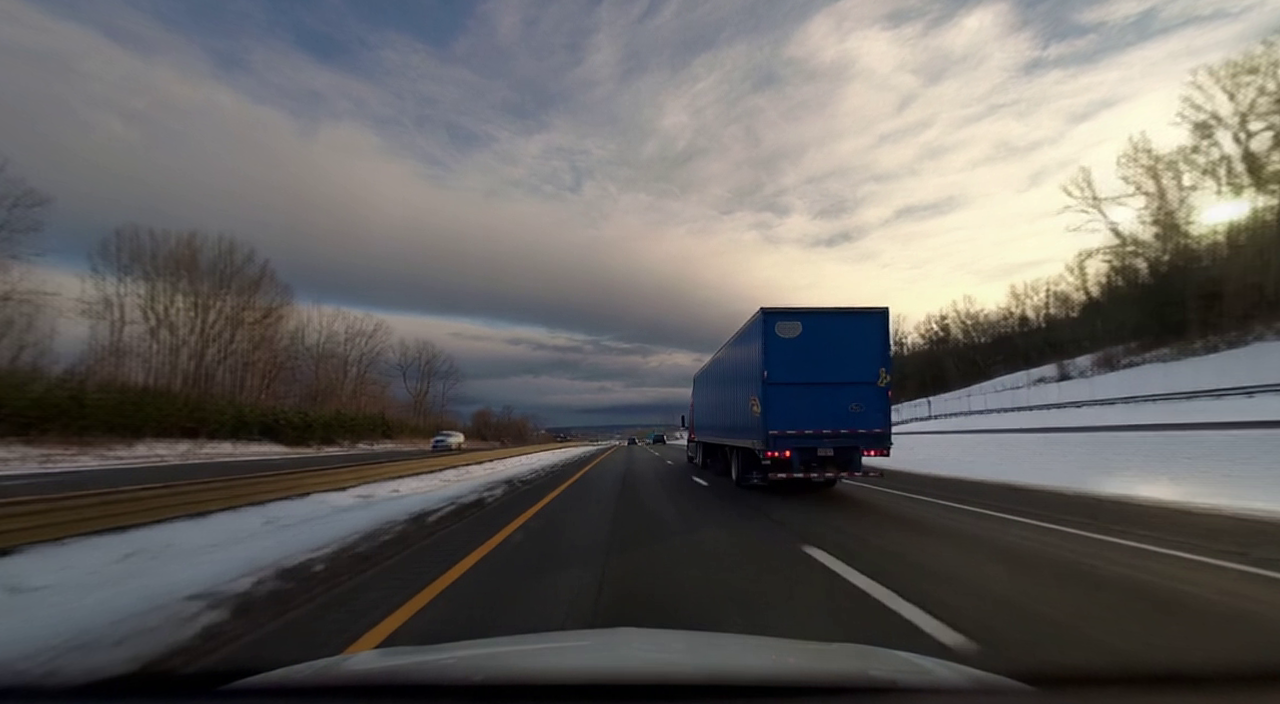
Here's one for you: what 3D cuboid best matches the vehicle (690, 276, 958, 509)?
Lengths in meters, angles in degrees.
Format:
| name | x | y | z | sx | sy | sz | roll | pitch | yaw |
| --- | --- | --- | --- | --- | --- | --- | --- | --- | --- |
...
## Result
| name | x | y | z | sx | sy | sz | roll | pitch | yaw |
| --- | --- | --- | --- | --- | --- | --- | --- | --- | --- |
| vehicle | 3.994 | 1.836 | 20.024 | 3.203 | 4.273 | 17.131 | 0 | -8 | -1 |

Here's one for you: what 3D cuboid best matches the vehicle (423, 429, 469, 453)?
| name | x | y | z | sx | sy | sz | roll | pitch | yaw |
| --- | --- | --- | --- | --- | --- | --- | --- | --- | --- |
| vehicle | -13.291 | 6.101 | 43.225 | 1.878 | 1.556 | 4.128 | 0 | -8 | -1 |
